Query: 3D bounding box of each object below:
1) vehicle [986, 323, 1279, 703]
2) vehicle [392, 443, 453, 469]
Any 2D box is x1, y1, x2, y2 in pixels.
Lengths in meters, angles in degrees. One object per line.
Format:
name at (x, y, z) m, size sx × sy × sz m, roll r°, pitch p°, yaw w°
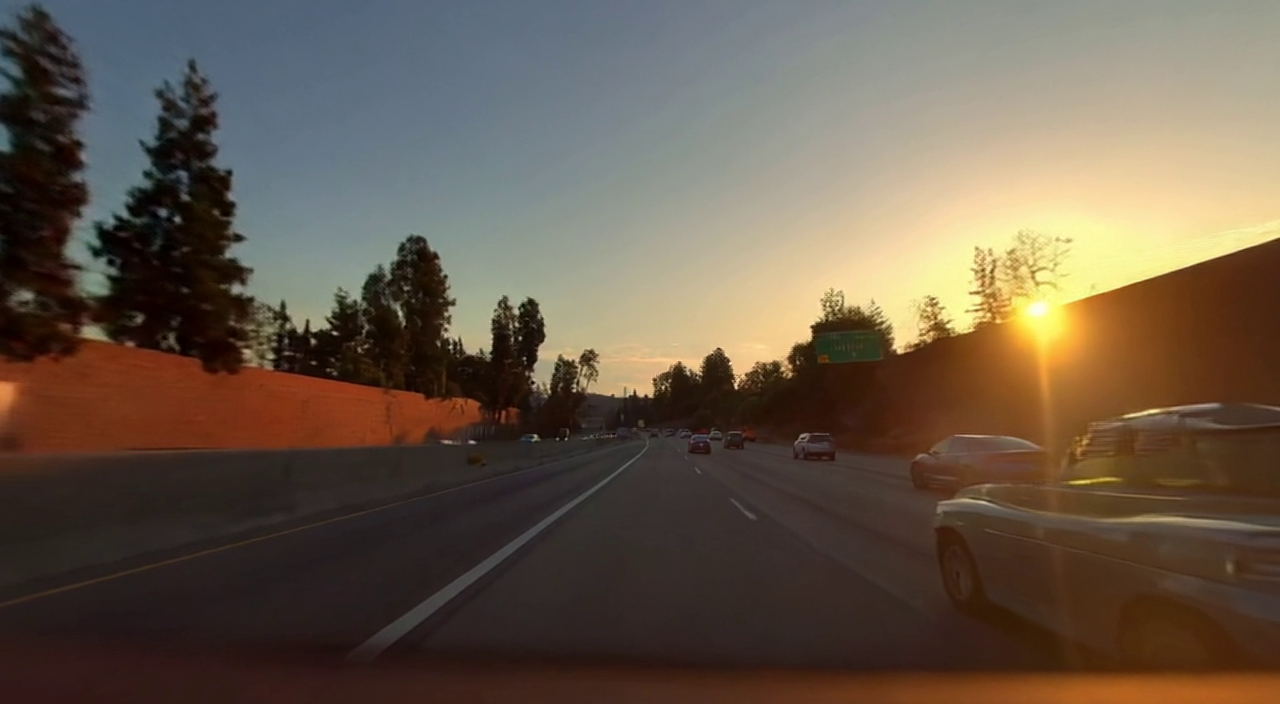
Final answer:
vehicle at (3.874, 0.761, 2.676) m, size 2.190 × 1.783 × 4.637 m, roll 0°, pitch -8°, yaw 1°
vehicle at (-13.059, 6.286, 38.214) m, size 1.958 × 1.466 × 4.559 m, roll 0°, pitch -8°, yaw 1°
